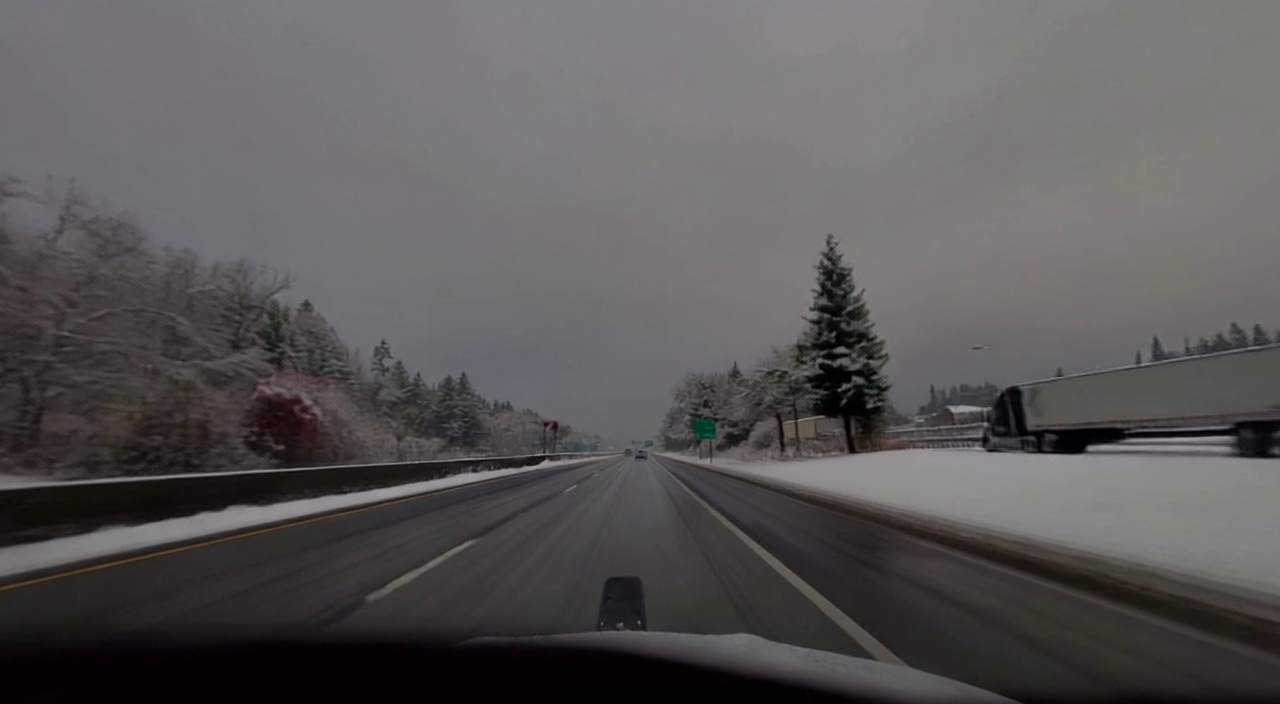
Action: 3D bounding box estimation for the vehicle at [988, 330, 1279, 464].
[{"bbox_3d":[20.535,2.605,26.718,2.861,4.047,15.002,-3,-10,0],"label":"vehicle"}]
